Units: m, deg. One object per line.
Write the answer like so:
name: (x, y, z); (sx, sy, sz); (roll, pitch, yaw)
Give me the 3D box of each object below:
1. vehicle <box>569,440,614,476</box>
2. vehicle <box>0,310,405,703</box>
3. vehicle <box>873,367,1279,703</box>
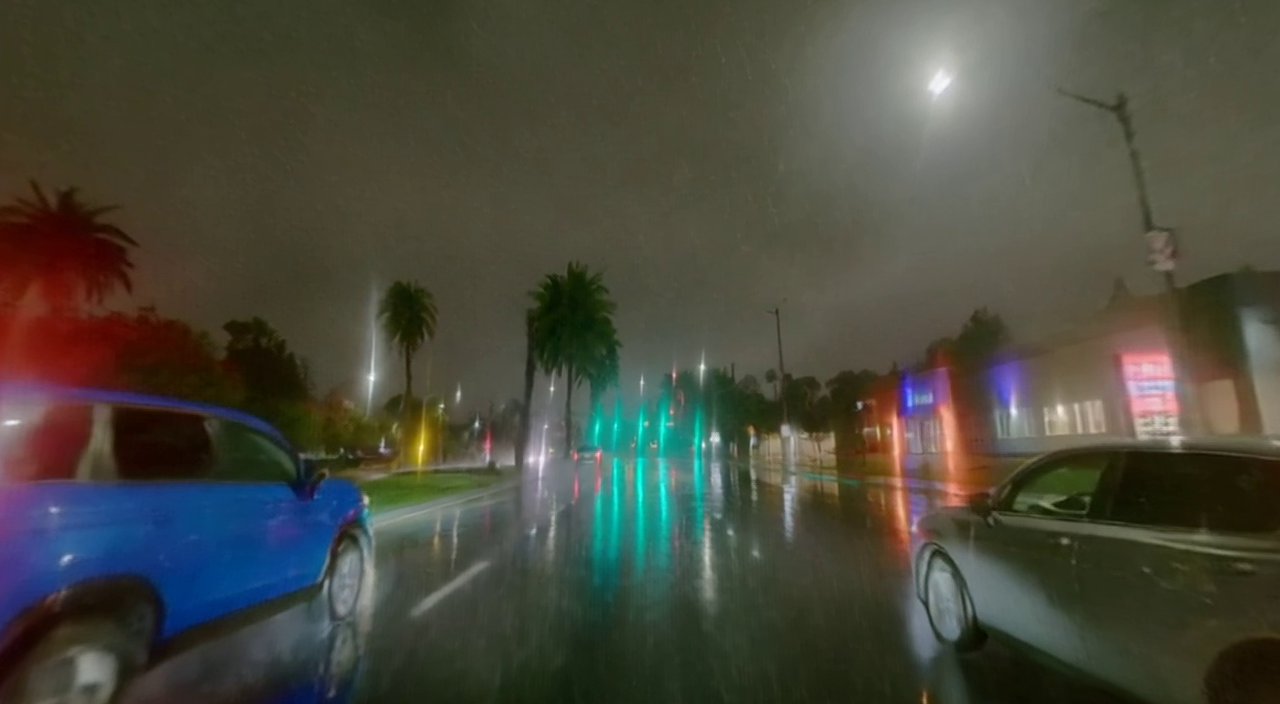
vehicle: (-2.480, 5.573, 33.282); (1.998, 1.743, 4.402); (0, -8, 1)
vehicle: (-3.241, 0.985, 3.632); (2.058, 1.804, 4.391); (0, -8, 0)
vehicle: (2.848, 0.973, 2.962); (1.946, 1.513, 4.133); (0, -8, 1)
